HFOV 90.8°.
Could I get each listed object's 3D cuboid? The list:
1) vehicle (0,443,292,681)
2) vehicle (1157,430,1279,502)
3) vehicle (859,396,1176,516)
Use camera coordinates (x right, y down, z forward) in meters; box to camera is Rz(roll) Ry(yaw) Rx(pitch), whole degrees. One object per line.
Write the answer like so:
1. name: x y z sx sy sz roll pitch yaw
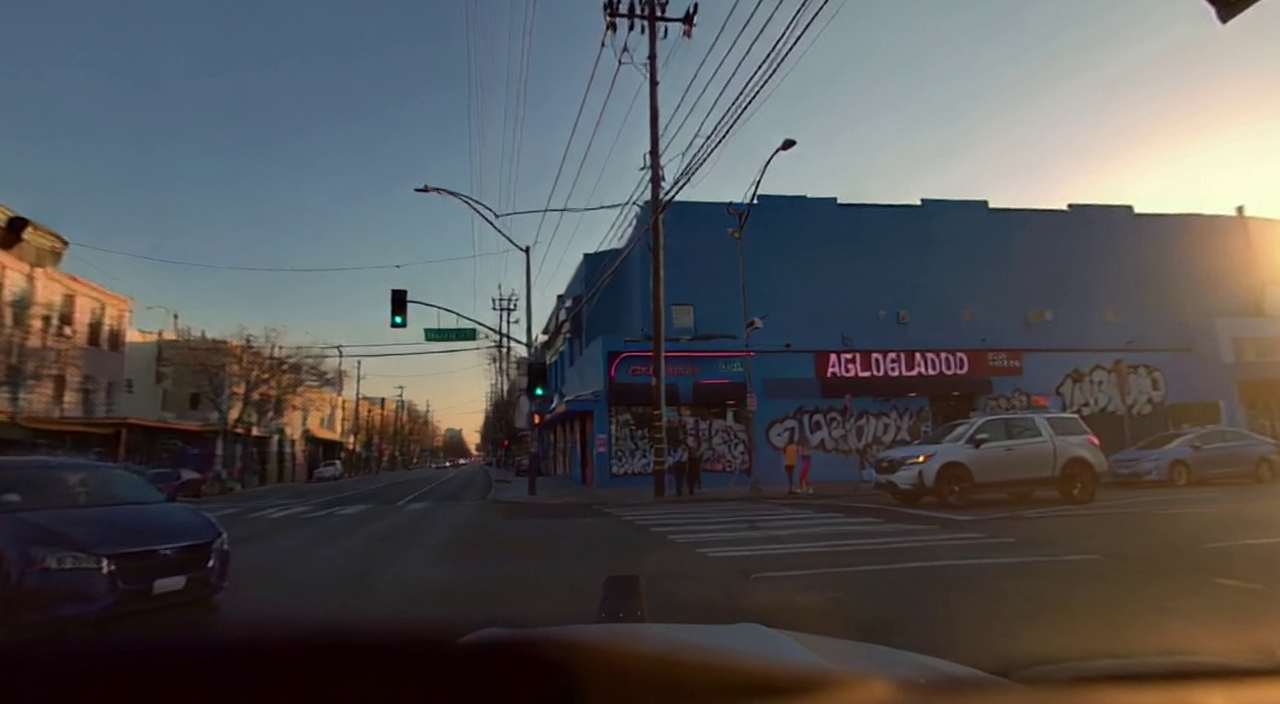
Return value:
1. vehicle: -5.697 1.563 5.637 4.439 1.457 2.097 -4 -9 22
2. vehicle: 14.697 2.550 14.444 4.672 1.459 1.938 2 -9 -15
3. vehicle: 7.195 1.989 12.296 4.970 1.972 2.372 2 -9 -16
